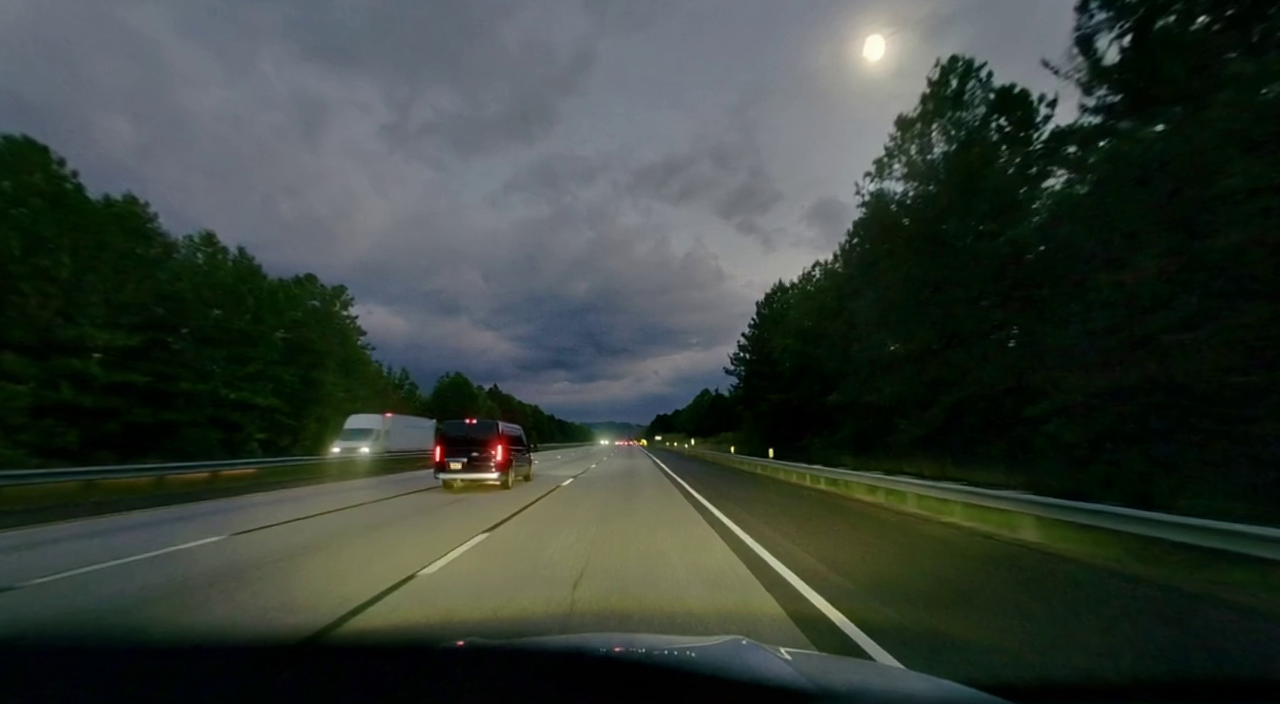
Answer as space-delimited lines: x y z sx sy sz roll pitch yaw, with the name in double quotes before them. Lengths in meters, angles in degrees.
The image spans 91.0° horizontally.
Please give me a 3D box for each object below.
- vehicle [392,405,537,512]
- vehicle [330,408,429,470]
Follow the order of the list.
"vehicle" -3.762 2.377 14.483 1.976 2.029 4.737 -1 -8 0
"vehicle" -17.197 5.882 42.465 2.920 3.712 8.832 -1 -8 0
